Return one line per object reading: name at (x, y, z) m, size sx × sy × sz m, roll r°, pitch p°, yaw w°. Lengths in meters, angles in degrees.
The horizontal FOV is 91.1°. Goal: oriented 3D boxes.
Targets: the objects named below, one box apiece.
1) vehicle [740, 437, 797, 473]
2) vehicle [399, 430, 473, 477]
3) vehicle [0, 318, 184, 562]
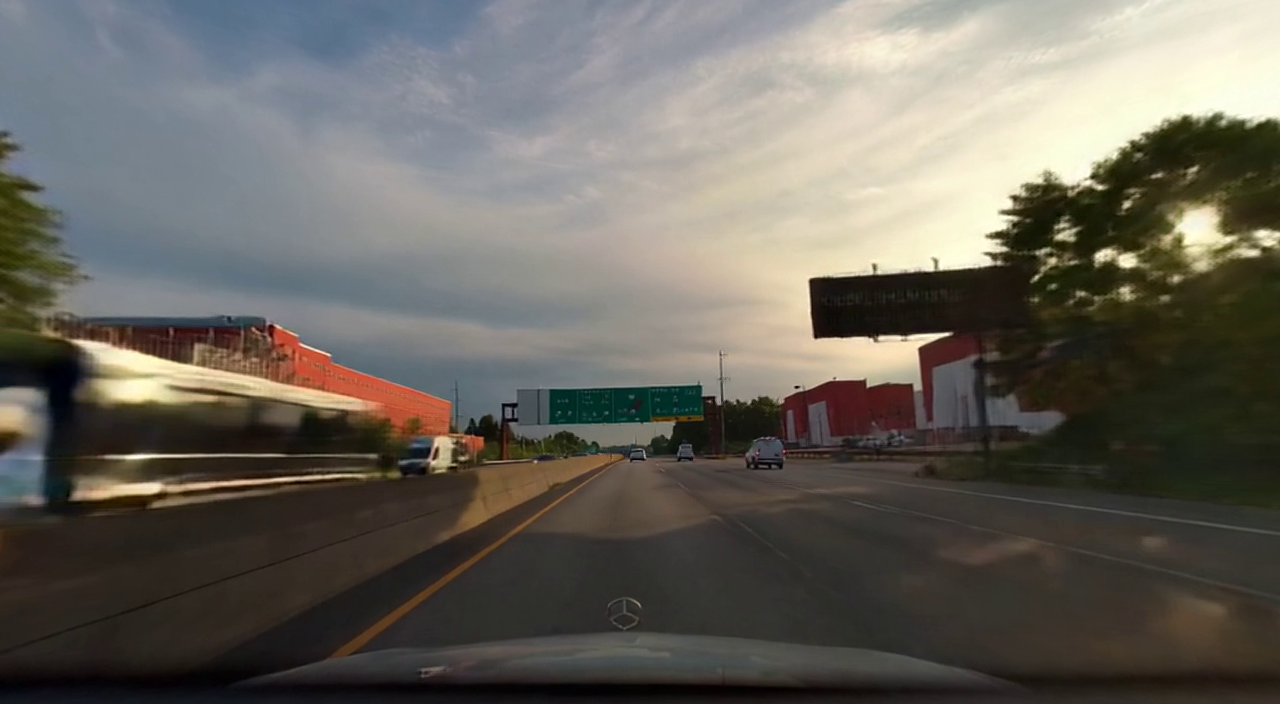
vehicle at (7.449, 6.021, 36.939) m, size 2.156 × 1.943 × 5.010 m, roll 0°, pitch -9°, yaw -1°
vehicle at (-15.906, 8.025, 49.831) m, size 2.796 × 3.307 × 8.869 m, roll 0°, pitch -9°, yaw 0°
vehicle at (-12.080, 1.623, 11.405) m, size 2.959 × 3.982 × 5.948 m, roll 0°, pitch -9°, yaw 0°
